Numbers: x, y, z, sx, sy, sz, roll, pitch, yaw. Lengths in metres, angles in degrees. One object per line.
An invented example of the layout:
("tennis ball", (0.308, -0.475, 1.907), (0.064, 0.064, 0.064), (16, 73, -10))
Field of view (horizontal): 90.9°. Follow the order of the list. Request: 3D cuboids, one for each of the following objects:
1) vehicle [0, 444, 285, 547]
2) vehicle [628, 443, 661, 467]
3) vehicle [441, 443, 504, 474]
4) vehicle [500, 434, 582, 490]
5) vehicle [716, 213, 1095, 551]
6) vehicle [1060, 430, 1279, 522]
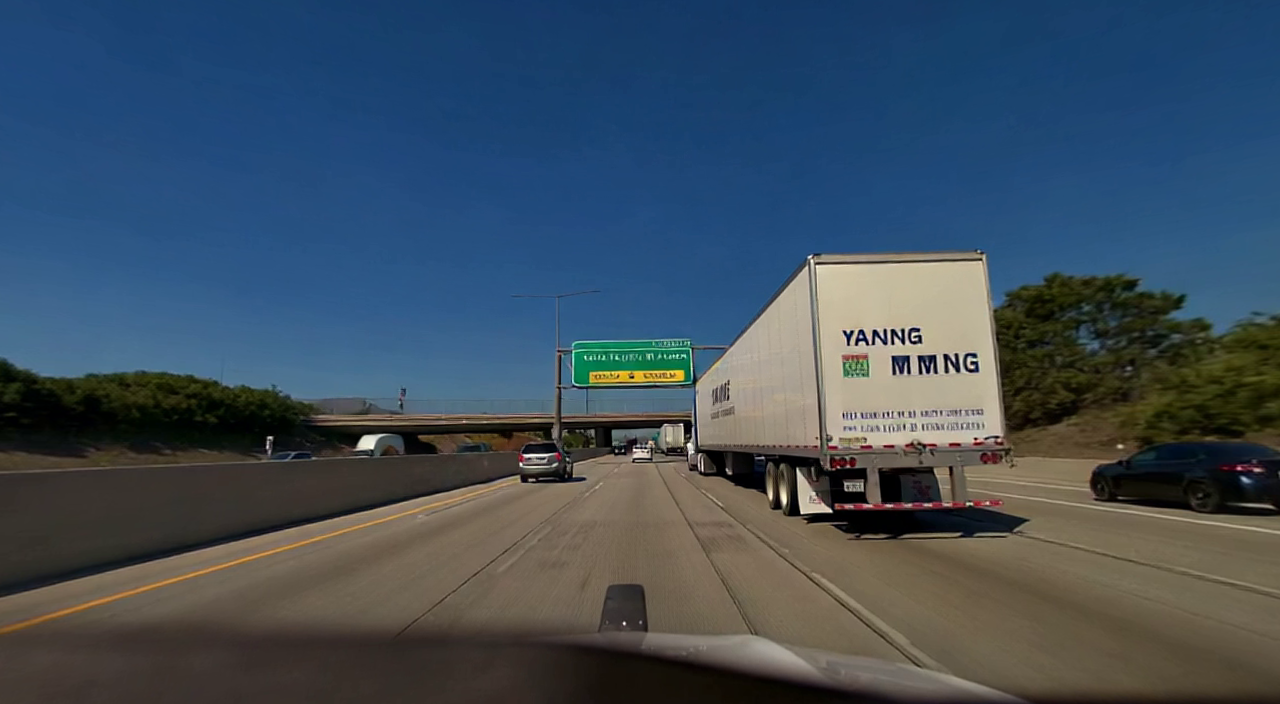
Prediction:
("vehicle", (-8.958, 2.467, 11.626), (2.042, 1.482, 4.708), (0, -9, 1))
("vehicle", (0.263, 6.808, 41.721), (2.063, 1.469, 4.208), (0, -9, -1))
("vehicle", (-8.915, 5.696, 33.974), (2.080, 1.546, 4.386), (0, -9, 1))
("vehicle", (-3.278, 3.753, 21.823), (2.058, 1.711, 4.226), (0, -9, 1))
("vehicle", (3.863, 1.221, 13.800), (2.821, 4.077, 12.562), (0, -9, 0))
("vehicle", (11.016, 2.367, 12.633), (1.917, 1.471, 4.759), (0, -9, 0))
